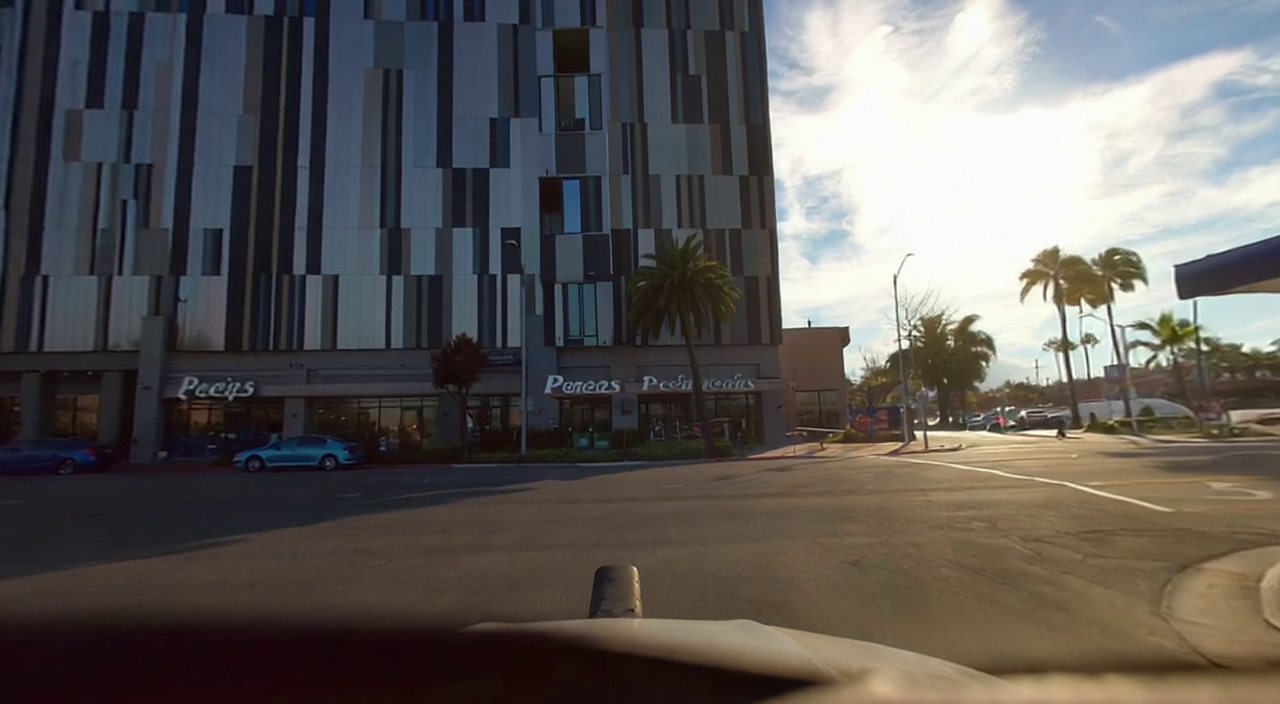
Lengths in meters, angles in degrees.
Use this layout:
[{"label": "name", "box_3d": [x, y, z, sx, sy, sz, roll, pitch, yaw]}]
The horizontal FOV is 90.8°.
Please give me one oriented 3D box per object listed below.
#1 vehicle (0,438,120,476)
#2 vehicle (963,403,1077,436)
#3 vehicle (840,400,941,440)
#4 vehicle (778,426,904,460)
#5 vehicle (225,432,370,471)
[{"label": "vehicle", "box_3d": [-23.622, 4.137, 25.026, 4.321, 1.430, 1.775, 0, -9, -2]}, {"label": "vehicle", "box_3d": [28.555, 5.077, 47.607, 7.026, 2.329, 2.545, 1, -6, -4]}, {"label": "vehicle", "box_3d": [16.159, 4.452, 40.991, 5.524, 2.504, 2.196, 0, -9, -3]}, {"label": "vehicle", "box_3d": [8.581, 3.927, 27.202, 4.782, 1.371, 1.763, 1, -9, -6]}, {"label": "vehicle", "box_3d": [-13.937, 4.068, 25.881, 4.857, 1.497, 1.811, 0, -9, 2]}]
